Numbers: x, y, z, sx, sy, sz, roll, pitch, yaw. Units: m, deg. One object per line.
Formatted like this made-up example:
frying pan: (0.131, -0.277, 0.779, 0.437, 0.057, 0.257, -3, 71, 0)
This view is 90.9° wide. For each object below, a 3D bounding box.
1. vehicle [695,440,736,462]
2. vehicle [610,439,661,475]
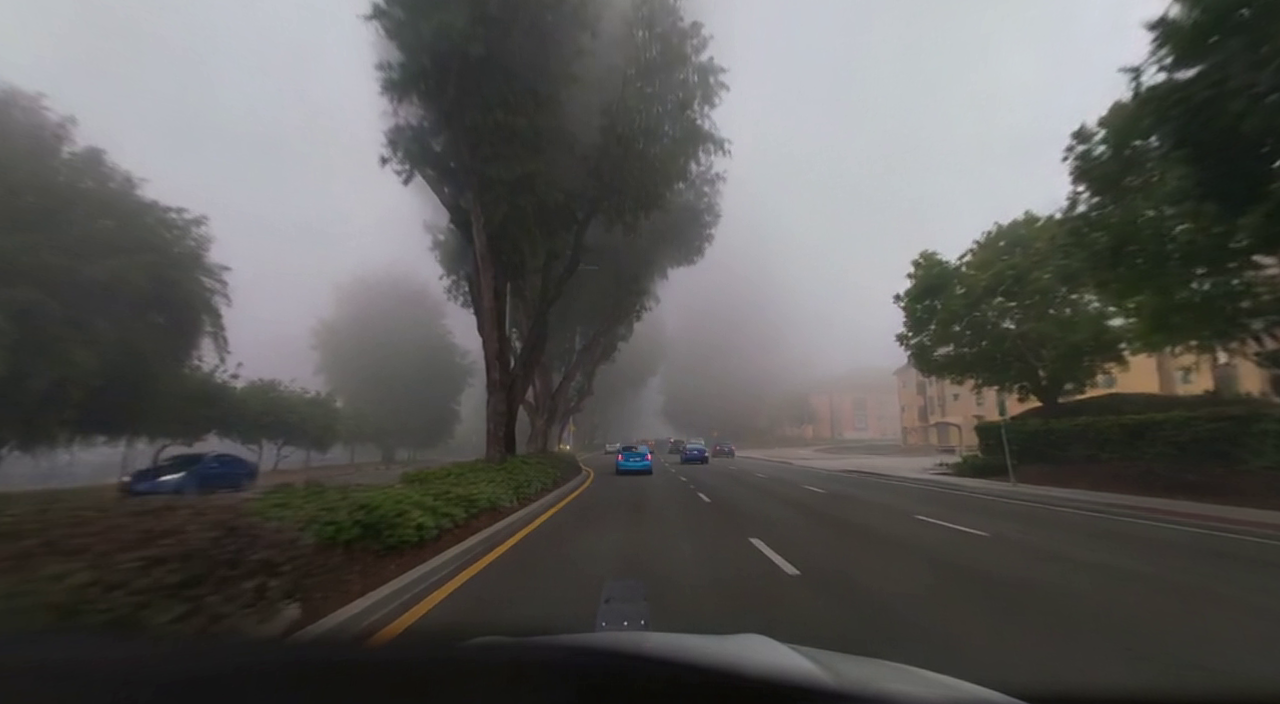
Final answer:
vehicle: (5.318, 7.089, 45.158, 2.067, 1.514, 4.188, 0, -9, -5)
vehicle: (-0.161, 4.624, 27.985, 2.102, 1.481, 3.907, 0, -8, 0)
